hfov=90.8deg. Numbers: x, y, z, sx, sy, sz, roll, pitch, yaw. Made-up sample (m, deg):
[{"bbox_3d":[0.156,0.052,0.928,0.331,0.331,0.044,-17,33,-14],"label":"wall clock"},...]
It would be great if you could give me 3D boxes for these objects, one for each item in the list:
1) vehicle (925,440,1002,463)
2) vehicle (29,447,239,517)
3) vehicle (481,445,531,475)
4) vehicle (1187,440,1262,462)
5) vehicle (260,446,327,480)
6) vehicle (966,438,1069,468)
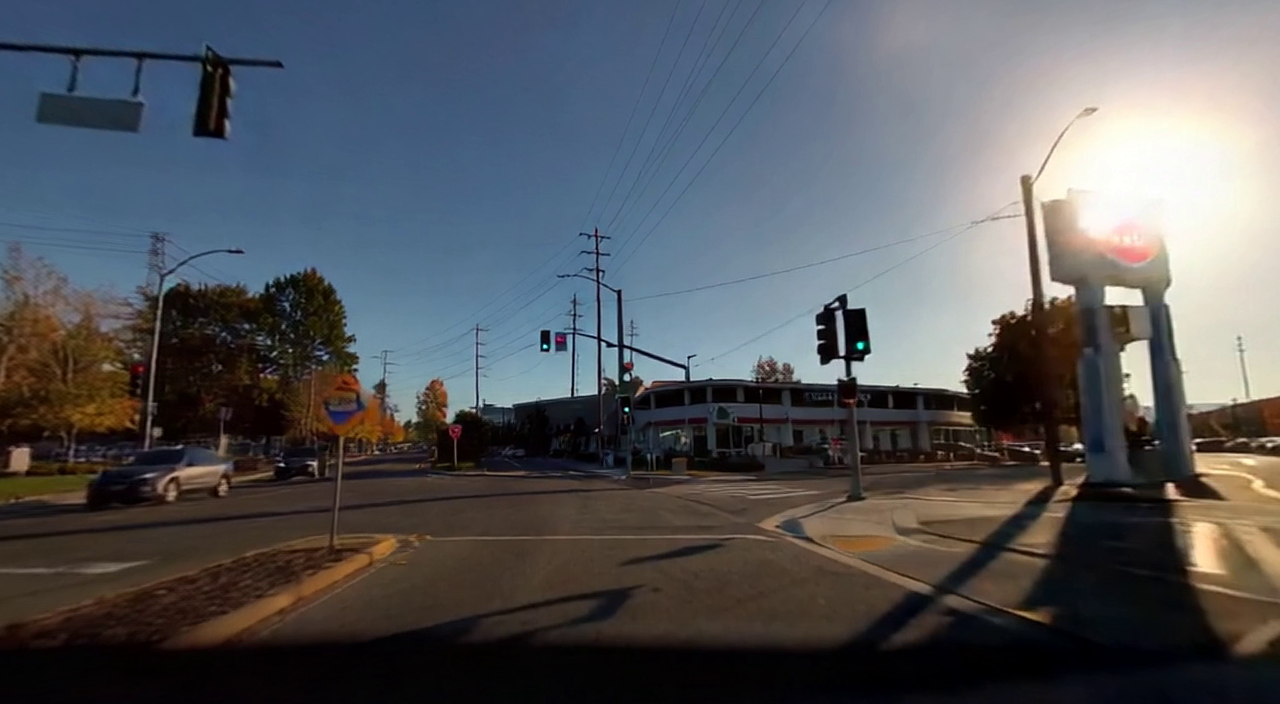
[{"bbox_3d":[23.477,7.253,46.005,4.508,1.535,2.035,0,-9,9],"label":"vehicle"},{"bbox_3d":[-12.596,3.191,16.233,2.207,1.503,4.561,2,-9,-10],"label":"vehicle"},{"bbox_3d":[-7.457,5.924,34.889,2.094,1.500,3.682,3,-9,-20],"label":"vehicle"},{"bbox_3d":[43.348,7.390,46.982,1.784,1.476,4.371,1,-9,6],"label":"vehicle"},{"bbox_3d":[-16.537,5.281,30.403,2.105,1.510,4.218,3,-9,-19],"label":"vehicle"},{"bbox_3d":[21.774,5.836,36.625,4.544,1.630,2.055,-1,-9,10],"label":"vehicle"}]
